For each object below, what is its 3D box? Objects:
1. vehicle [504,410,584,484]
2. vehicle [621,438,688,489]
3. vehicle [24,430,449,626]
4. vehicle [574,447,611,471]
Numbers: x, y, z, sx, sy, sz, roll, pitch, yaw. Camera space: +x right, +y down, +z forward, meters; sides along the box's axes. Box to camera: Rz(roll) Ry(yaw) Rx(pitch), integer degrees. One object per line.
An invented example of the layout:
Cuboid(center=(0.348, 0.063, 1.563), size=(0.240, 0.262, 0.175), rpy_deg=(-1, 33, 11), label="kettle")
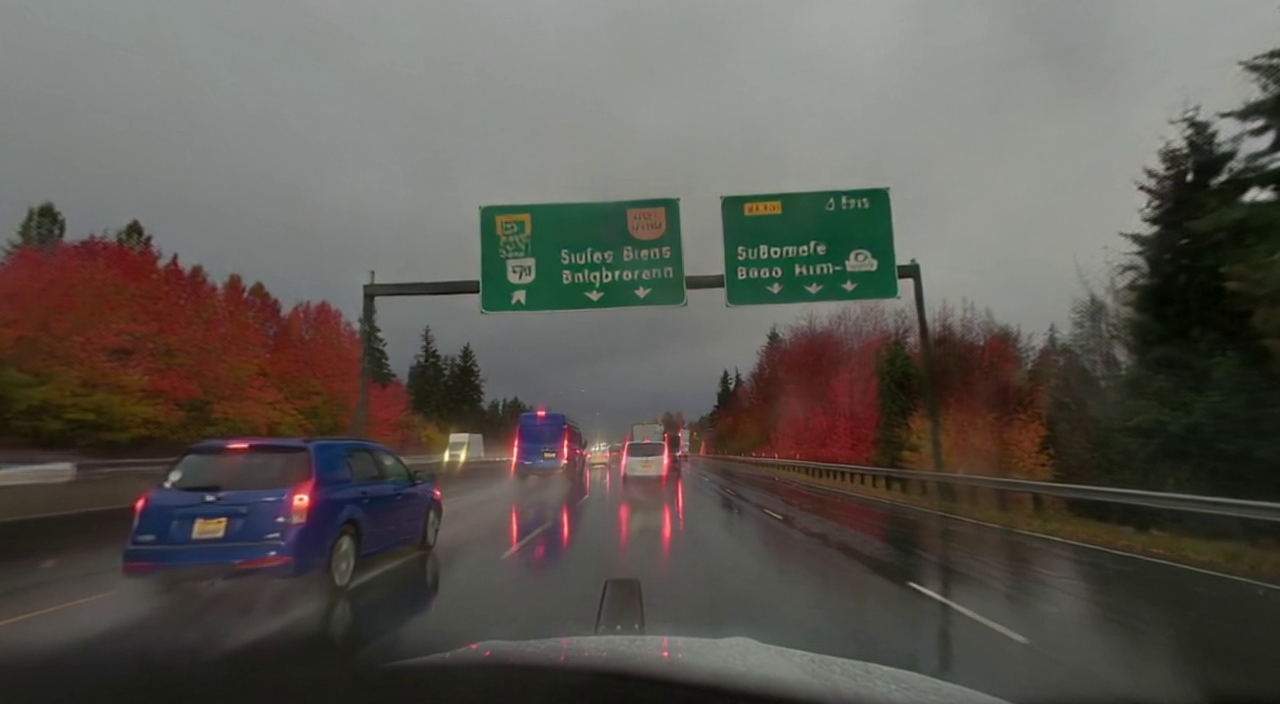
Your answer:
Cuboid(center=(-3.780, 3.933, 25.973), size=(2.275, 2.692, 5.810), rpy_deg=(0, -9, 1), label="vehicle")
Cuboid(center=(0.511, 4.024, 22.916), size=(2.195, 1.679, 4.070), rpy_deg=(0, -9, 1), label="vehicle")
Cuboid(center=(-3.729, 1.669, 6.879), size=(1.977, 1.485, 3.973), rpy_deg=(0, -9, 0), label="vehicle")
Cuboid(center=(-3.136, 7.179, 42.190), size=(2.015, 1.496, 4.312), rpy_deg=(-1, -9, 1), label="vehicle")
